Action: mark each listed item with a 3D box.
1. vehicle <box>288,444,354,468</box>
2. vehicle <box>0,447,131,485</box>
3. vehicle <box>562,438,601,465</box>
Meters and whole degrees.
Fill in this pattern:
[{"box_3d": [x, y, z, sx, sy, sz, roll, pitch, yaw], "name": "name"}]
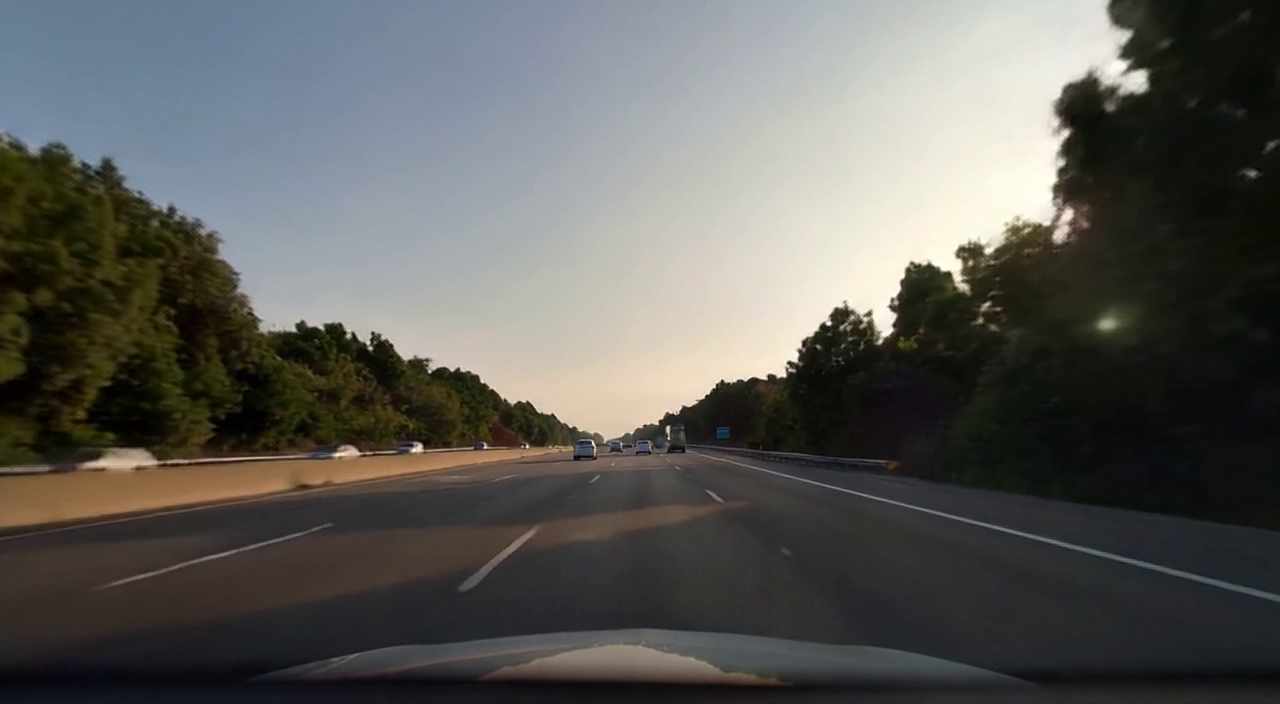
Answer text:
[{"box_3d": [-21.293, 6.969, 42.337, 1.899, 1.486, 4.660, 0, -9, 1], "name": "vehicle"}, {"box_3d": [-24.953, 4.885, 27.294, 1.853, 1.485, 4.706, 0, -9, 1], "name": "vehicle"}, {"box_3d": [-3.575, 6.222, 39.340, 2.025, 1.571, 3.662, 0, -9, 1], "name": "vehicle"}]
